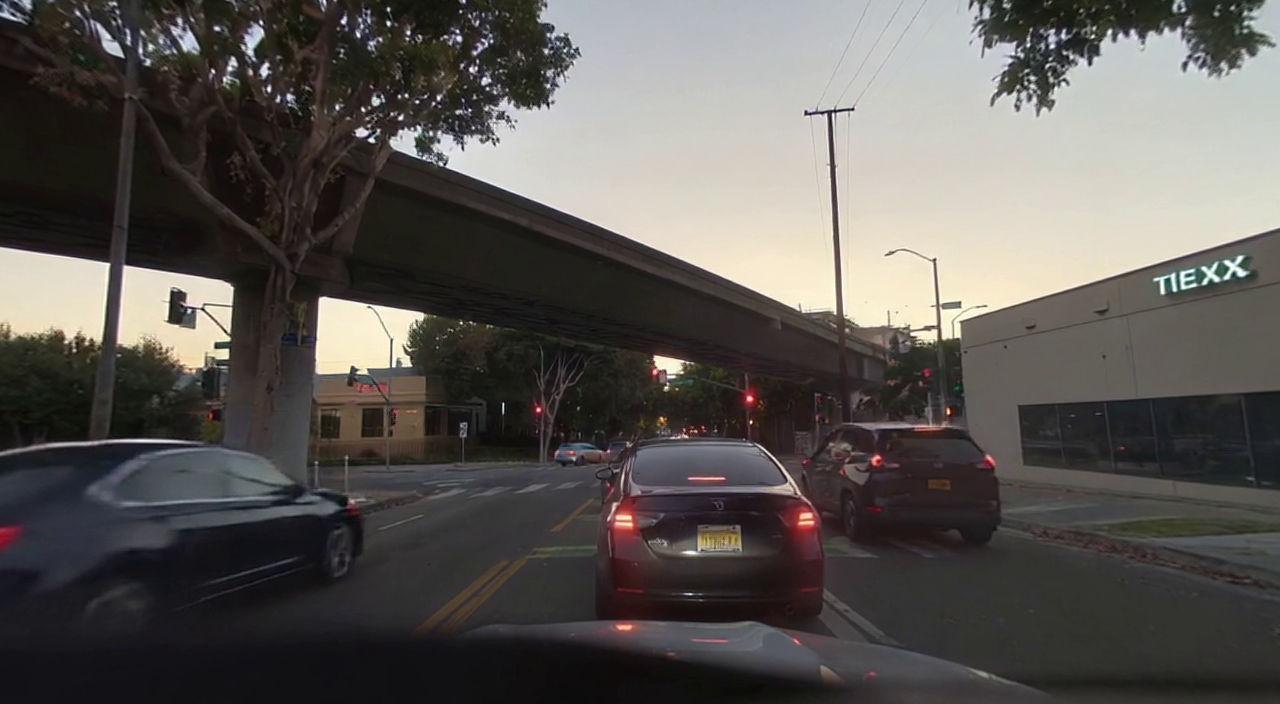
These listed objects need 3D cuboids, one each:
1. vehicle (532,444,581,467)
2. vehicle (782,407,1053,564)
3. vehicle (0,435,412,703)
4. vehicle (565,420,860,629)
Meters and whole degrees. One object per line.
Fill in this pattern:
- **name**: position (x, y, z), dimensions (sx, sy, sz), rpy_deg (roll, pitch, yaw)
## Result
- **vehicle**: position (-5.550, 6.929, 42.384), dimensions (1.873, 1.462, 4.283), rpy_deg (-2, -9, 12)
- **vehicle**: position (3.705, 1.866, 9.569), dimensions (2.062, 1.781, 4.488), rpy_deg (0, -8, 0)
- **vehicle**: position (-3.903, 1.489, 5.316), dimensions (2.082, 1.484, 4.865), rpy_deg (0, -8, 1)
- **vehicle**: position (0.515, 1.544, 6.669), dimensions (2.101, 1.467, 4.210), rpy_deg (0, -8, 0)
